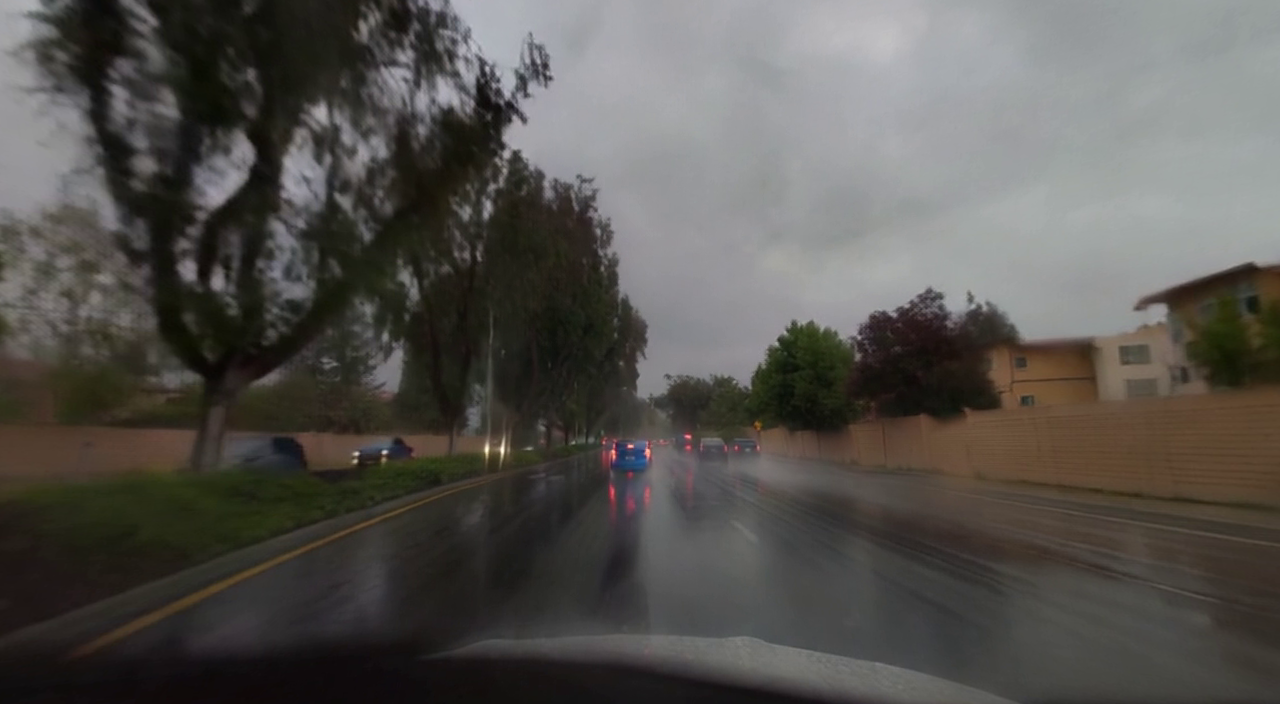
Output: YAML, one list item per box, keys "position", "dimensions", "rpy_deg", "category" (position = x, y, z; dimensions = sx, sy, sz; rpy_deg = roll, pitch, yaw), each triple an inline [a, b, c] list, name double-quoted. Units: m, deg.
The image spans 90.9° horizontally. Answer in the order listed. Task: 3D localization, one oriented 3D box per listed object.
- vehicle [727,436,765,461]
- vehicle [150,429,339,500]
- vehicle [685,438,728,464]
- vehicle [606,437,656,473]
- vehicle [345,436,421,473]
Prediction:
- position: [7.615, 6.970, 45.651]
  dimensions: [1.972, 1.700, 4.269]
  rpy_deg: [0, -8, 0]
  category: "vehicle"
- position: [-10.472, 3.008, 17.249]
  dimensions: [2.071, 1.645, 4.654]
  rpy_deg: [0, -8, 1]
  category: "vehicle"
- position: [3.993, 6.042, 38.682]
  dimensions: [2.067, 1.514, 4.188]
  rpy_deg: [0, -8, -1]
  category: "vehicle"
- position: [-0.363, 4.567, 28.131]
  dimensions: [2.102, 1.481, 3.907]
  rpy_deg: [0, -8, 0]
  category: "vehicle"
- position: [-14.064, 5.618, 34.809]
  dimensions: [2.156, 1.889, 4.750]
  rpy_deg: [0, -8, 1]
  category: "vehicle"
